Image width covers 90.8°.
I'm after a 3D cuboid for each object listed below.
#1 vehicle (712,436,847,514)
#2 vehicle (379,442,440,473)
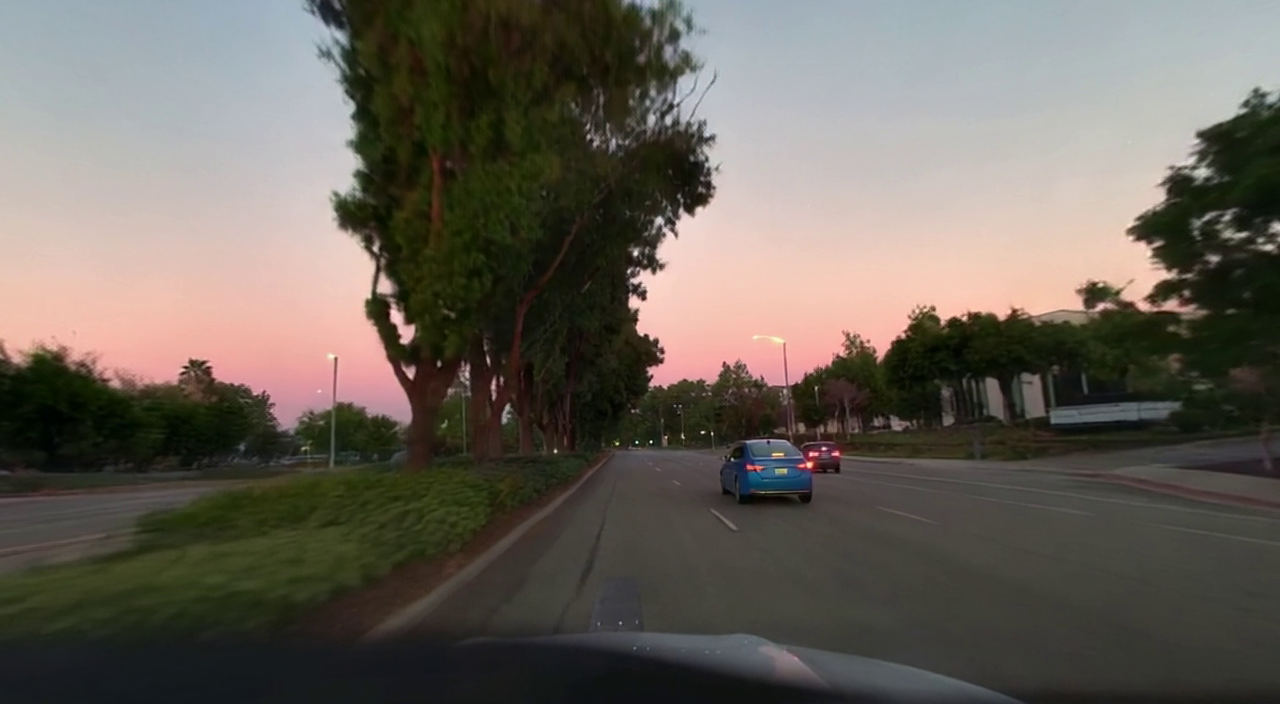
[{"bbox_3d":[2.927,2.668,14.276,1.950,1.473,4.259,0,-8,-2],"label":"vehicle"},{"bbox_3d":[-15.738,7.207,43.510,2.234,1.957,5.941,0,-8,-3],"label":"vehicle"}]
